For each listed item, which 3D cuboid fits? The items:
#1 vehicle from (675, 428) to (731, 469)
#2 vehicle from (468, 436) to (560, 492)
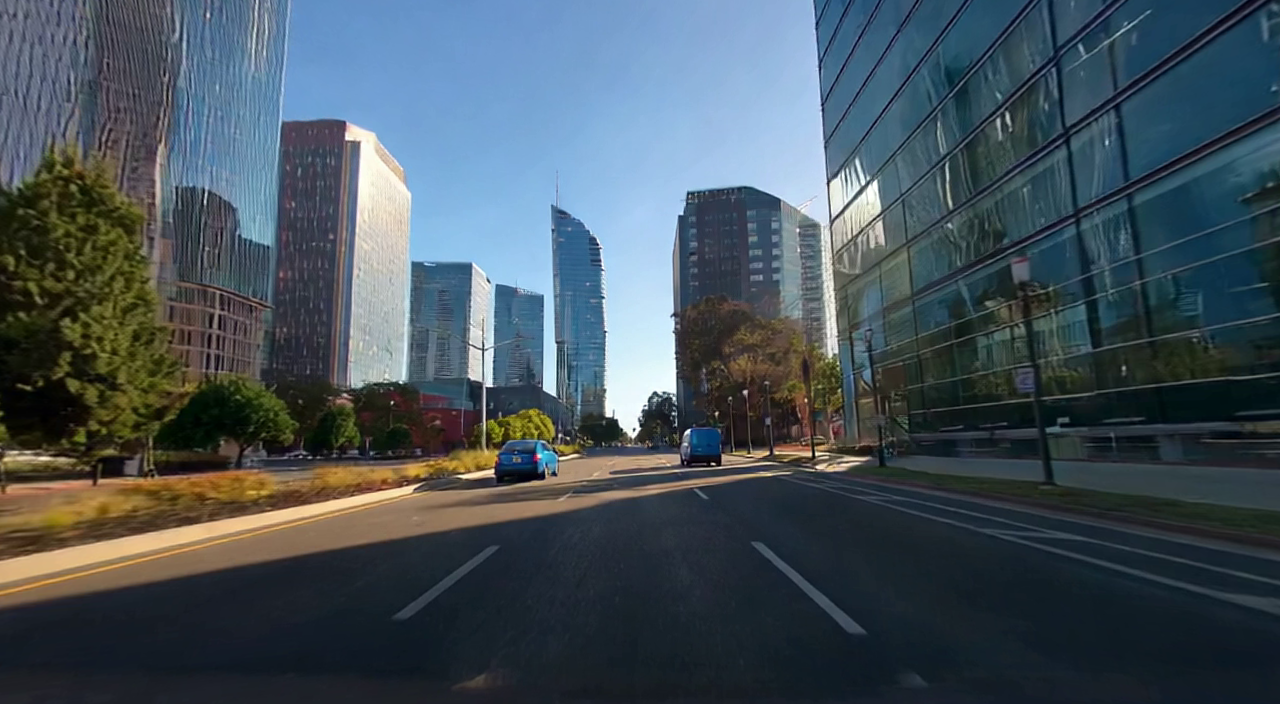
[{"bbox_3d":[3.125,4.915,32.283,2.200,1.914,5.145,0,-8,-2],"label":"vehicle"},{"bbox_3d":[-3.640,3.306,18.967,1.864,1.464,4.195,0,-8,0],"label":"vehicle"}]
